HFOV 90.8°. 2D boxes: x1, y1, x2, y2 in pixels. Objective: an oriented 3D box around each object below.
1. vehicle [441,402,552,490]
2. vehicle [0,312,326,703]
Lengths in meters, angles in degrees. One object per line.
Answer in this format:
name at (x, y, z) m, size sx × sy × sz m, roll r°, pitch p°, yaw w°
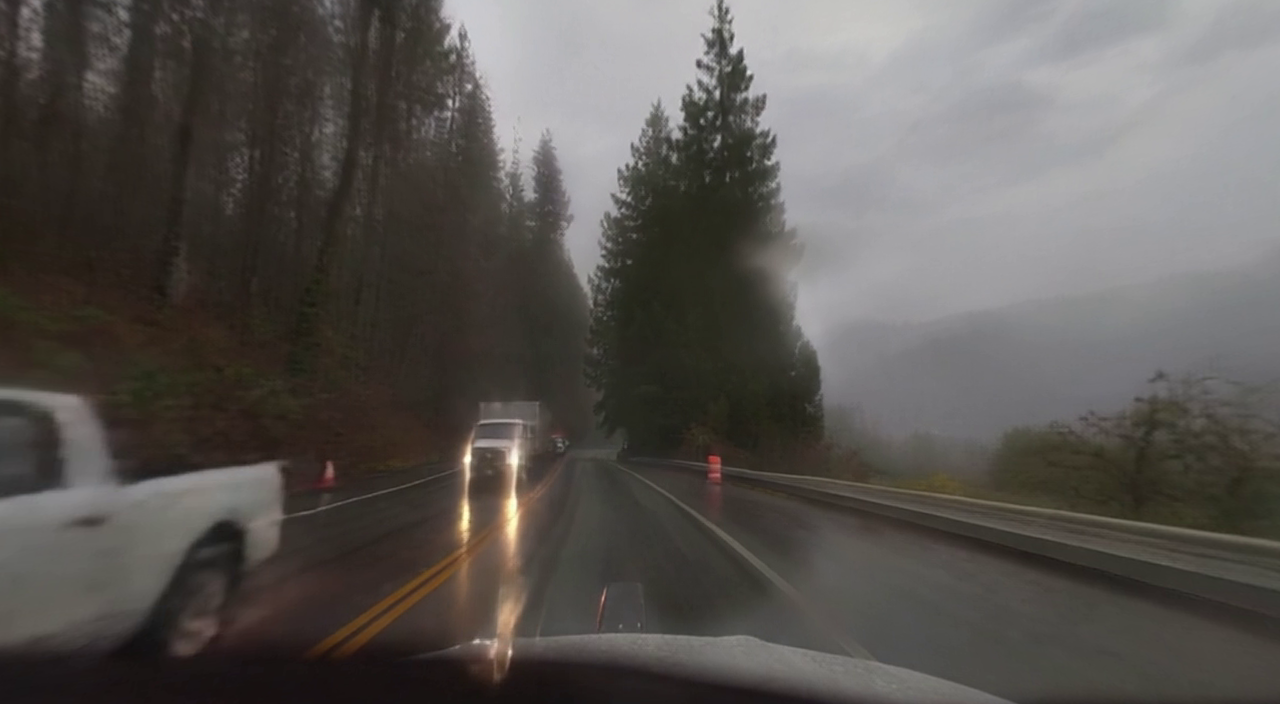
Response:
vehicle at (-4.821, 3.398, 22.969) m, size 2.939 × 2.556 × 8.664 m, roll 1°, pitch -8°, yaw -6°
vehicle at (-3.395, 0.802, 2.597) m, size 2.057 × 1.792 × 4.457 m, roll 0°, pitch -8°, yaw -3°
